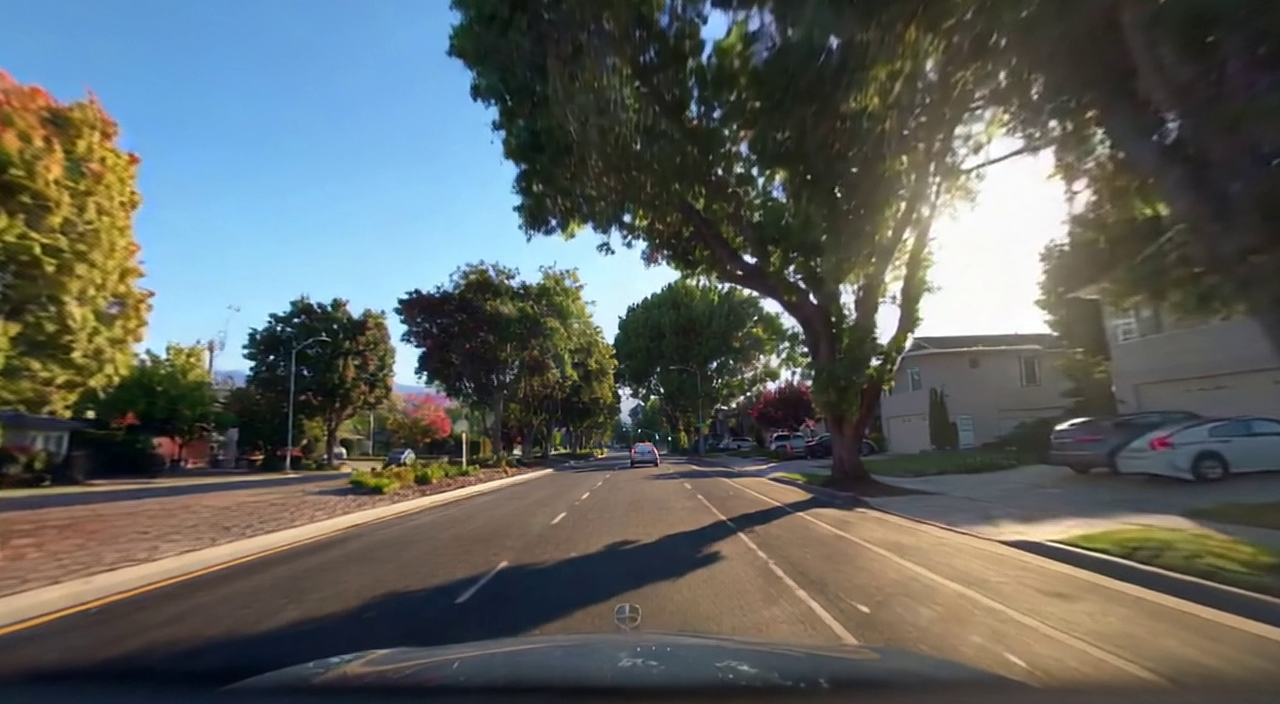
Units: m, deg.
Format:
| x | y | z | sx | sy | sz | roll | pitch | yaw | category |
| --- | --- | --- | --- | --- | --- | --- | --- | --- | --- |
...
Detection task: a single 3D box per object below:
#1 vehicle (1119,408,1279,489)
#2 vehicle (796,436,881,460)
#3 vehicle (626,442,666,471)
| x | y | z | sx | sy | sz | roll | pitch | yaw | category |
| --- | --- | --- | --- | --- | --- | --- | --- | --- | --- |
| 13.476 | 2.021 | 13.633 | 4.447 | 1.519 | 1.955 | -2 | -6 | 1 | vehicle |
| 12.589 | 6.112 | 39.973 | 4.787 | 1.494 | 1.887 | 0 | -9 | 1 | vehicle |
| 0.320 | 5.704 | 34.381 | 2.054 | 1.456 | 4.003 | 0 | -9 | 0 | vehicle |
